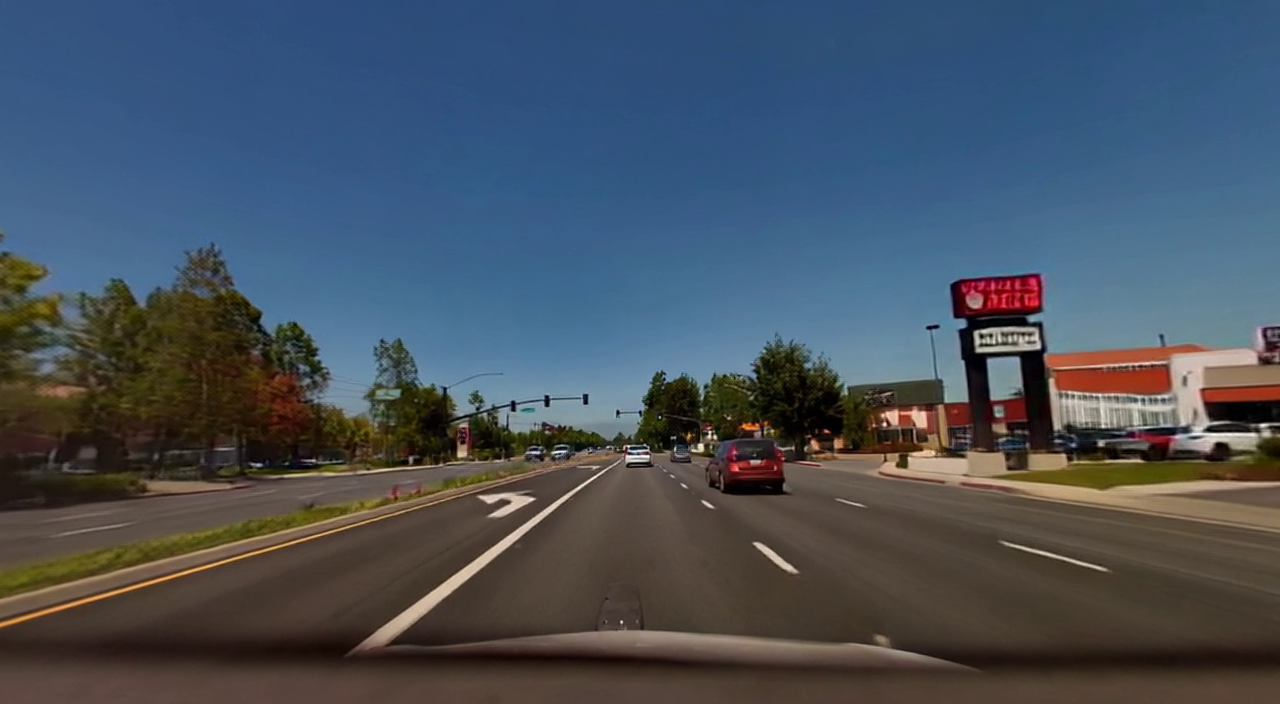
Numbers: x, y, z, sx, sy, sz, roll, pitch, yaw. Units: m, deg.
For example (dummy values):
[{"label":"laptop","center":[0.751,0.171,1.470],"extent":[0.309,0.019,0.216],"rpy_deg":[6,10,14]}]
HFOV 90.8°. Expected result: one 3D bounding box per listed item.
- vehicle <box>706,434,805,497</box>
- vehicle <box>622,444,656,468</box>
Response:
[{"label":"vehicle","center":[3.291,3.348,18.979],"extent":[2.022,1.643,4.326],"rpy_deg":[0,-8,-2]},{"label":"vehicle","center":[-0.074,6.837,41.716],"extent":[2.135,1.468,4.076],"rpy_deg":[0,-8,0]}]
